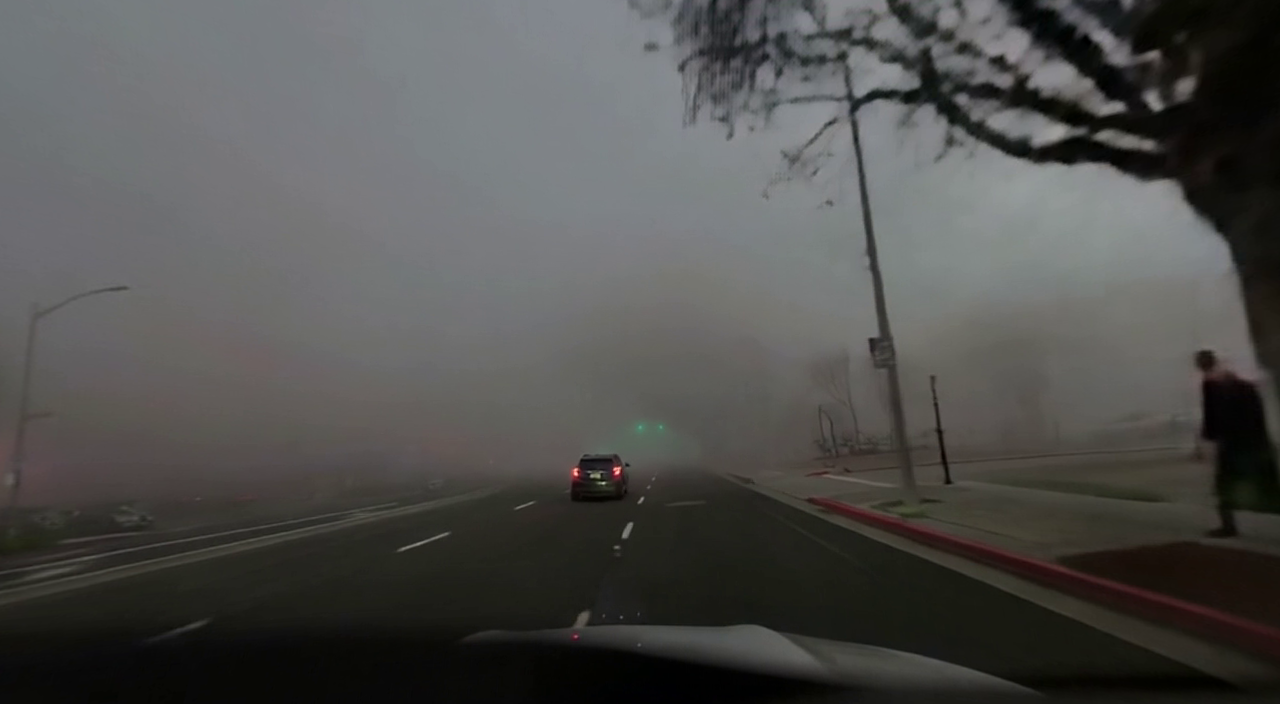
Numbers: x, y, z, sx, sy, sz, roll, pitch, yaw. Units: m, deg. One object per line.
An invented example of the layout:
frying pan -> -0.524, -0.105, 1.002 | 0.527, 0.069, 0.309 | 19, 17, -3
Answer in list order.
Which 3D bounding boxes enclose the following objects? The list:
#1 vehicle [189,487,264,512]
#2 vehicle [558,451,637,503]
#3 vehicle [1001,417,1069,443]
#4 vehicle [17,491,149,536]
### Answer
vehicle -> -30.223, 10.780, 46.340 | 1.817, 1.485, 4.436 | -2, -9, 13
vehicle -> -1.208, 3.848, 19.931 | 1.977, 1.451, 4.032 | -1, -9, 3
vehicle -> 27.573, 5.543, 44.305 | 1.965, 1.693, 4.635 | -1, -8, 3
vehicle -> -27.964, 8.076, 31.962 | 1.984, 1.726, 4.592 | -2, -9, 13
